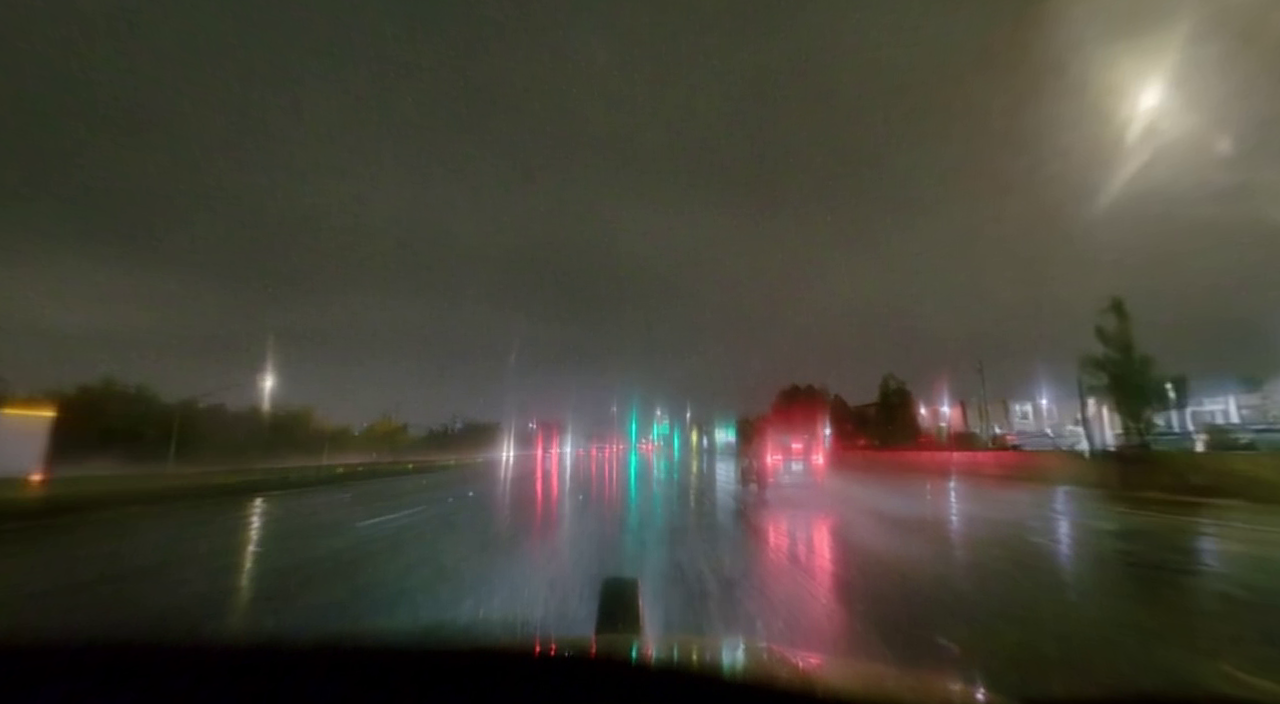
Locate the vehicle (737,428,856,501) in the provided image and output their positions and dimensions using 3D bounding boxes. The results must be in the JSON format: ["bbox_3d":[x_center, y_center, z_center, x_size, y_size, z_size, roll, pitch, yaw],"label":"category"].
[{"bbox_3d":[4.234,3.135,17.949,2.109,1.764,4.704,0,-9,-1],"label":"vehicle"}]

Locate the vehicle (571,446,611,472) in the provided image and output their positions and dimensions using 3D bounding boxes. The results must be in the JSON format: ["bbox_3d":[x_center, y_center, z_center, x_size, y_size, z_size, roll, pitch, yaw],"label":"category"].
[{"bbox_3d":[-2.965,6.600,39.207,2.139,1.510,4.506,0,-9,0],"label":"vehicle"}]
